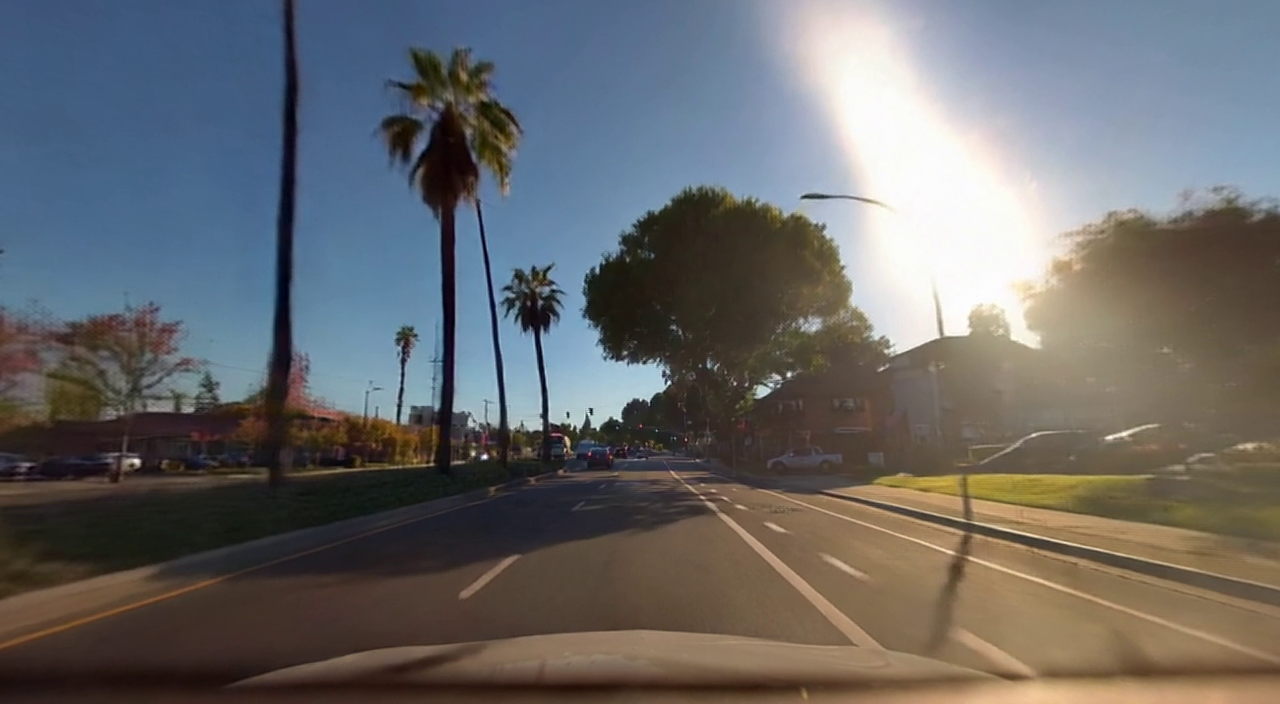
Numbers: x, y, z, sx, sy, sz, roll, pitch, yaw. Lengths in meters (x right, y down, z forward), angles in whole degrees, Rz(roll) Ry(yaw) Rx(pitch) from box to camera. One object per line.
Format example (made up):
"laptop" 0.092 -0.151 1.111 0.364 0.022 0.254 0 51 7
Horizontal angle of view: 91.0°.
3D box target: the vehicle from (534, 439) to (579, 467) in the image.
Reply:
"vehicle" -6.418 7.891 49.235 2.457 2.010 6.330 0 -9 1

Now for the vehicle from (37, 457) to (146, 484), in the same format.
"vehicle" -34.121 7.378 39.279 4.808 1.529 1.979 1 -9 -3

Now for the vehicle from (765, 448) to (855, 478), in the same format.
"vehicle" 9.101 5.978 34.031 4.509 1.520 1.952 -1 -9 11

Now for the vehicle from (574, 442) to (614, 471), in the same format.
"vehicle" -2.972 6.910 41.745 2.116 1.806 4.516 0 -9 2
